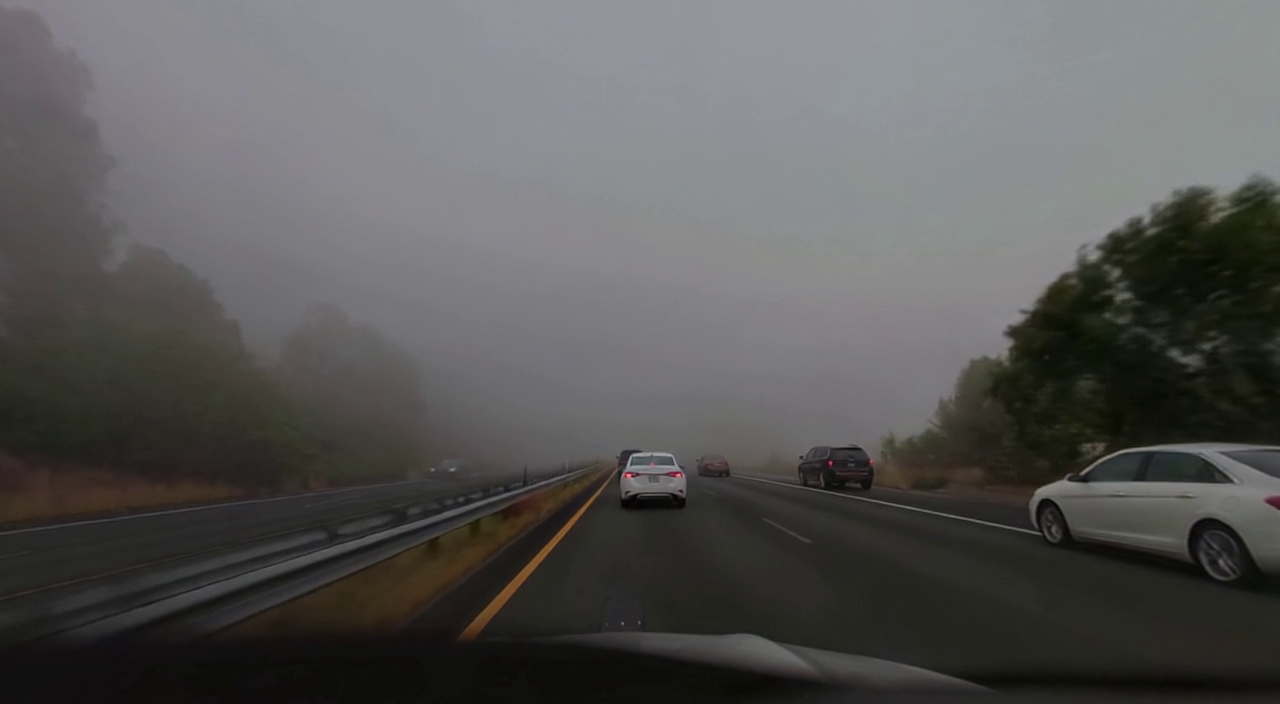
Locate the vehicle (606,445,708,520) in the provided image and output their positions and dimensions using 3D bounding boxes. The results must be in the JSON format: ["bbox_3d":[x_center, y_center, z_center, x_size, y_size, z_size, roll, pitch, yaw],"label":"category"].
[{"bbox_3d":[0.311,2.961,14.748,2.076,1.485,3.774,0,-9,-1],"label":"vehicle"}]

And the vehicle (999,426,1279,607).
[{"bbox_3d":[6.282,1.664,7.133,1.965,1.484,4.090,0,-9,-1],"label":"vehicle"}]

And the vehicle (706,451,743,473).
[{"bbox_3d":[5.969,7.838,45.042,1.921,1.451,3.841,0,-9,-3],"label":"vehicle"}]

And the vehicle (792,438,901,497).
[{"bbox_3d":[6.514,3.690,20.433,1.980,1.702,4.235,0,-9,-2],"label":"vehicle"}]
